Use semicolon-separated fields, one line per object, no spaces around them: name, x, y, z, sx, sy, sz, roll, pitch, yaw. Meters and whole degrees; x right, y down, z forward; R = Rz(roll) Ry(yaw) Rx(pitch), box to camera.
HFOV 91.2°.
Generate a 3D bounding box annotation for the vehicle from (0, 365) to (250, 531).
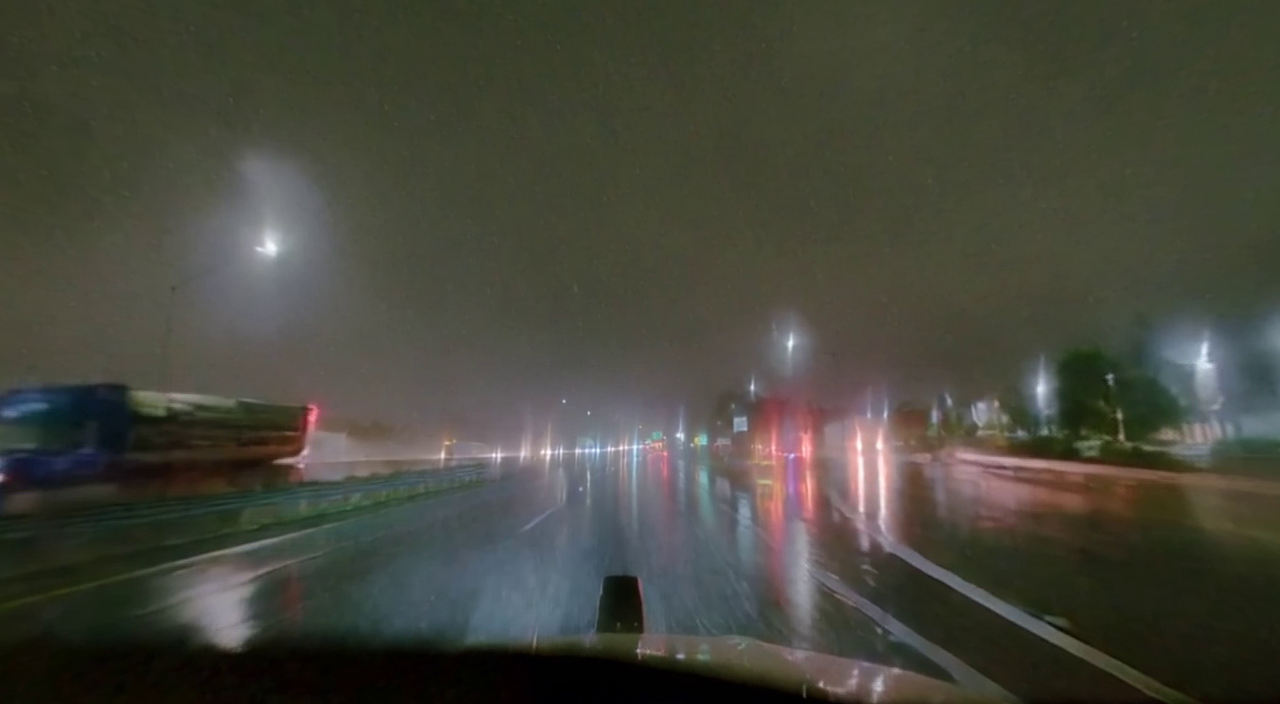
vehicle;-16.335;2.861;18.481;3.035;3.814;9.987;-1;-9;1
